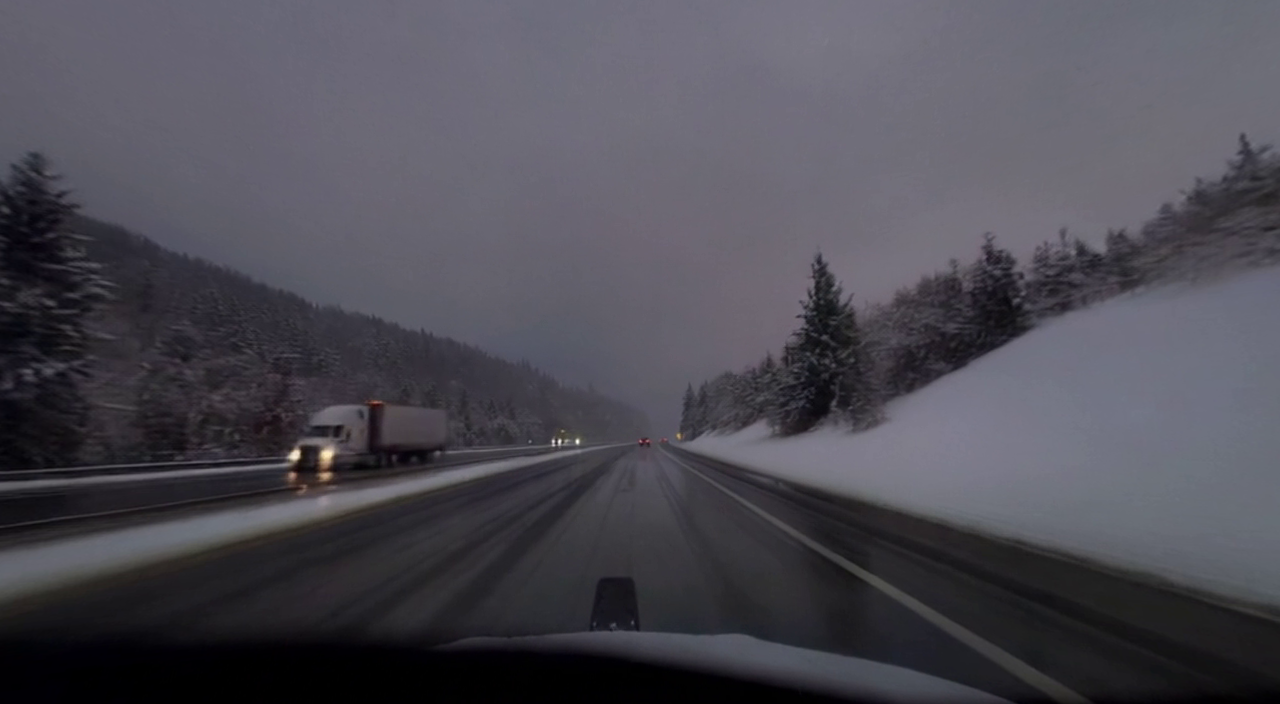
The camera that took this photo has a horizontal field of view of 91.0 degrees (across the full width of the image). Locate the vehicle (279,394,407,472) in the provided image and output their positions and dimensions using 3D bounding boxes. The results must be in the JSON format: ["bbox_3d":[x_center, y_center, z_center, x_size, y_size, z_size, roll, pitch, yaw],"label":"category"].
[{"bbox_3d":[-17.766,5.041,38.771,2.929,4.024,9.958,-3,-8,1],"label":"vehicle"}]
